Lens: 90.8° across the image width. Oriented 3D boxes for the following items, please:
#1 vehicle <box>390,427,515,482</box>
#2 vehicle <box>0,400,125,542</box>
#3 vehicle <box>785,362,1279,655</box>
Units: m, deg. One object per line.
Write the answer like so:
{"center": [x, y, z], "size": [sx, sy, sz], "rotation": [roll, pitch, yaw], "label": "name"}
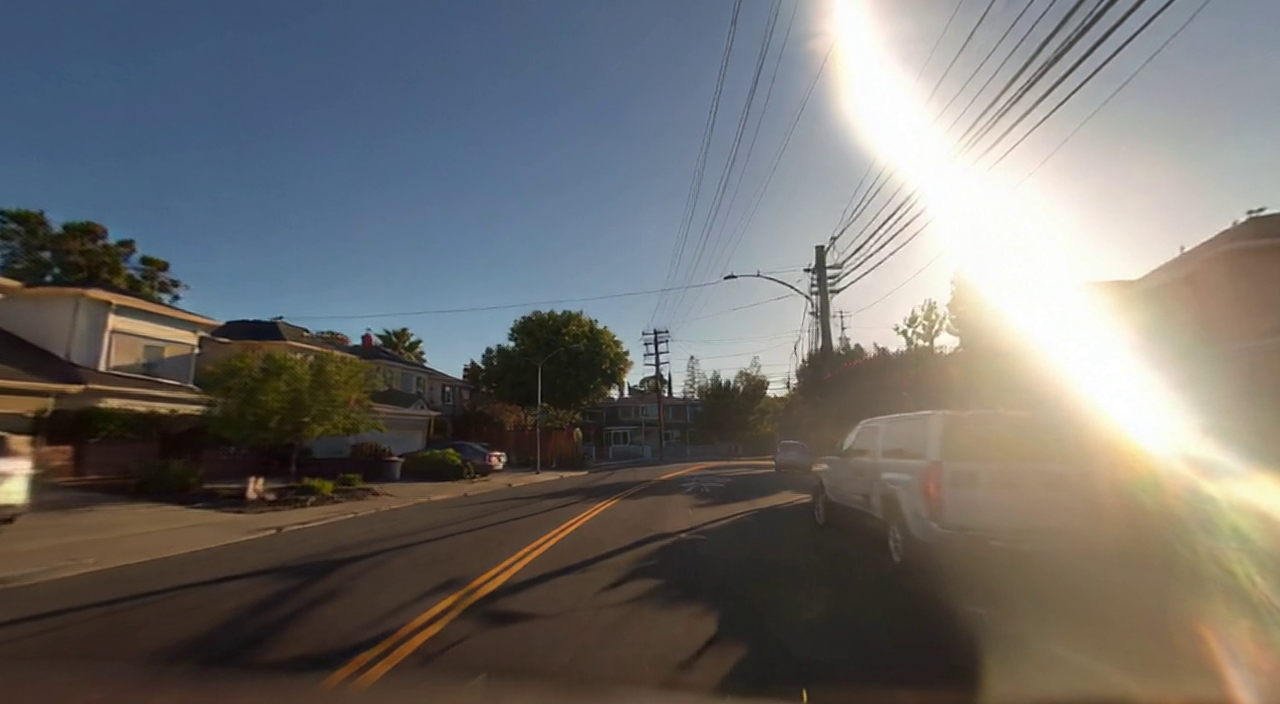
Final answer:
{"center": [-9.003, 4.911, 30.497], "size": [5.228, 2.041, 2.023], "rotation": [4, -7, 11], "label": "vehicle"}
{"center": [-11.732, 1.796, 9.730], "size": [5.632, 1.957, 2.302], "rotation": [0, -9, 3], "label": "vehicle"}
{"center": [3.472, 1.512, 7.499], "size": [2.273, 1.938, 6.400], "rotation": [0, -9, 3], "label": "vehicle"}
